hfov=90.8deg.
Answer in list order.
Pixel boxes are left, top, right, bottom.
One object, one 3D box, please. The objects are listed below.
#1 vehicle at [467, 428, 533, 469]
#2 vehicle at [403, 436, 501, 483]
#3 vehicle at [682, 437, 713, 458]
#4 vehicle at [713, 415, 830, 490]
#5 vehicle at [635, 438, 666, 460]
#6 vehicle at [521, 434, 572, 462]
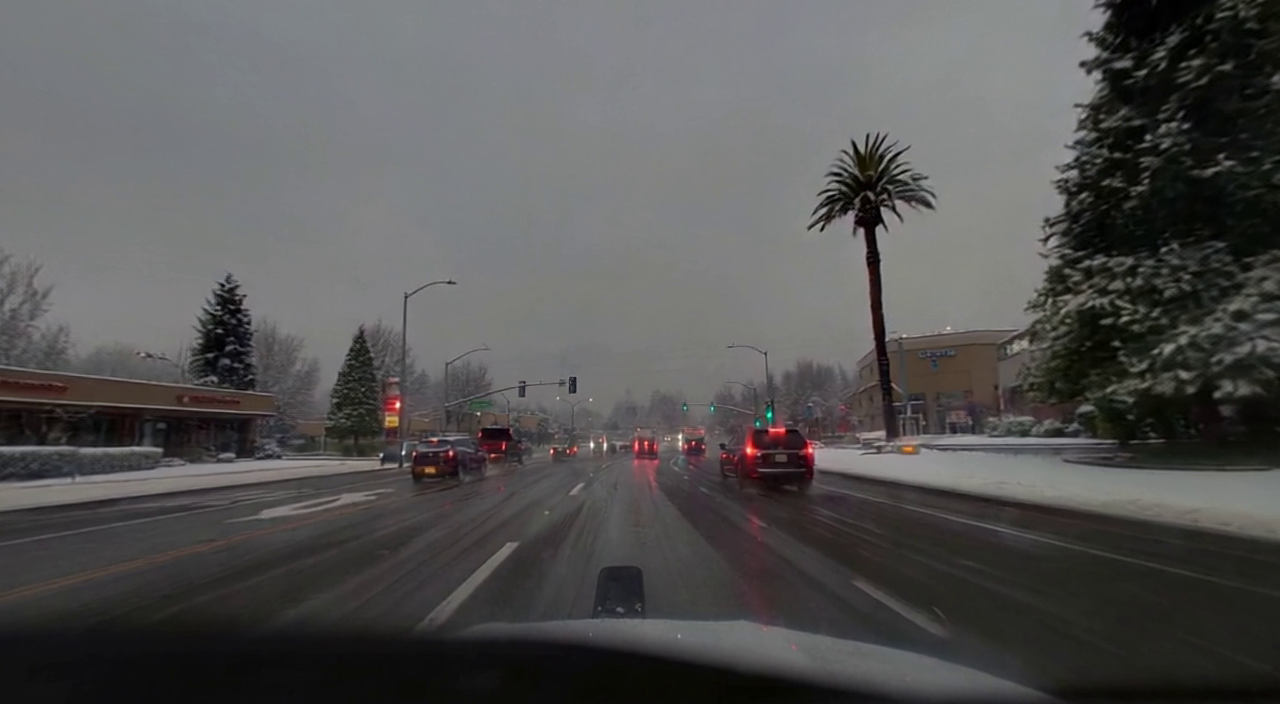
[{"bbox_3d":[-6.931,4.857,31.912,2.127,1.888,4.637,0,-8,2],"label":"vehicle"},{"bbox_3d":[-6.545,3.796,22.695,1.935,1.483,4.973,0,-8,1],"label":"vehicle"},{"bbox_3d":[4.316,7.285,48.149,2.149,1.532,4.168,0,-8,2],"label":"vehicle"},{"bbox_3d":[3.712,2.996,19.033,2.267,1.931,5.145,0,-8,-2],"label":"vehicle"},{"bbox_3d":[0.769,6.825,44.526,2.057,1.492,3.825,-1,-8,3],"label":"vehicle"},{"bbox_3d":[-6.075,6.342,41.686,2.088,1.746,4.650,-1,-8,7],"label":"vehicle"}]
